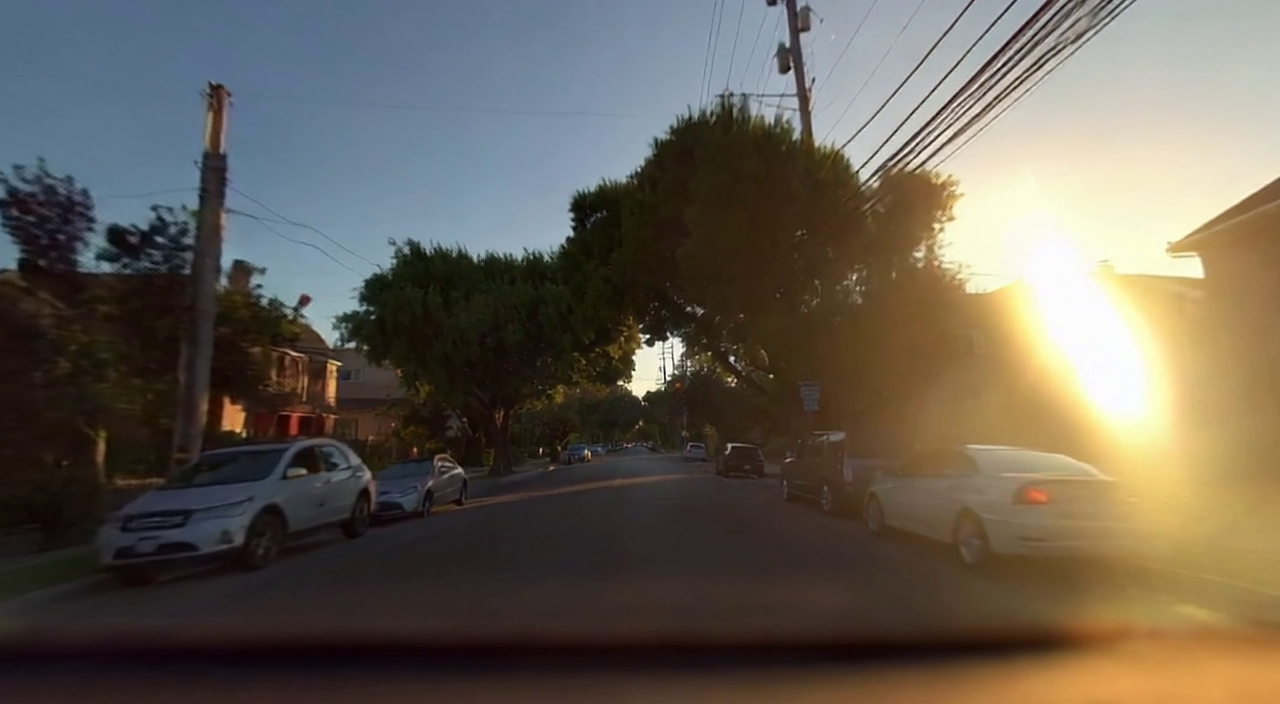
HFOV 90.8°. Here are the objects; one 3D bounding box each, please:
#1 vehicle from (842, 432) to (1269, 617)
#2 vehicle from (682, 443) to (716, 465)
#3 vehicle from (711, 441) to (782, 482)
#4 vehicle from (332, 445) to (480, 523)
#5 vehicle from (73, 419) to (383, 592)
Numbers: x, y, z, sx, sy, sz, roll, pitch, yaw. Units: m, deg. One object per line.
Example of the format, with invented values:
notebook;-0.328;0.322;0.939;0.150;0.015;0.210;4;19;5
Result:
vehicle;3.983;1.682;7.252;1.804;1.422;4.497;0;-8;-1
vehicle;4.242;7.360;45.829;1.911;1.538;3.960;0;-8;-2
vehicle;4.178;4.382;25.596;1.930;1.470;4.738;0;-8;-1
vehicle;-5.704;3.218;16.111;1.991;1.464;4.763;-3;-7;0
vehicle;-5.688;2.060;9.650;2.046;1.825;4.627;-3;-7;-6
